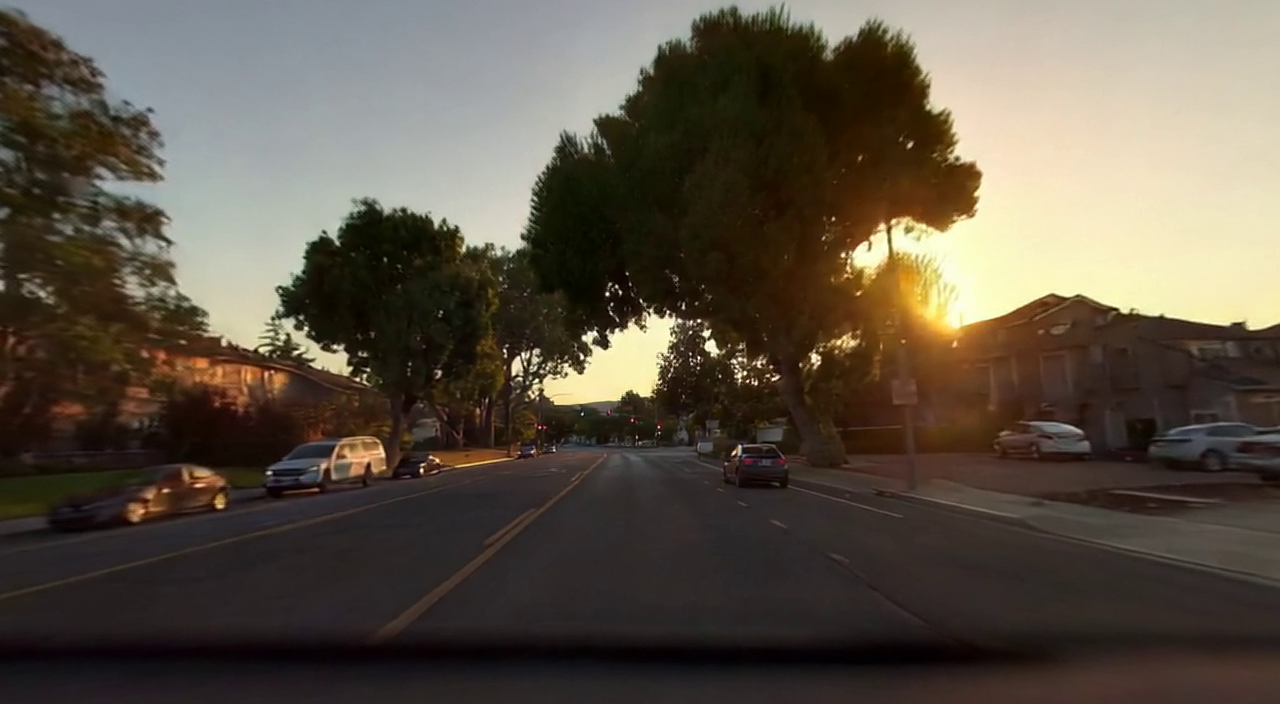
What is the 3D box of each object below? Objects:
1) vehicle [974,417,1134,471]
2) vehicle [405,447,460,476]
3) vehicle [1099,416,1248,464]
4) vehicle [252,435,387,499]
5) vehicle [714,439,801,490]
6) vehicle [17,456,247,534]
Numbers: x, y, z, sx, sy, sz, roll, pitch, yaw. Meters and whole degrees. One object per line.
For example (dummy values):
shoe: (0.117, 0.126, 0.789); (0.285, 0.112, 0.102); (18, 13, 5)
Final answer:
vehicle: (14.526, 3.304, 22.569); (2.129, 1.699, 4.906); (0, -9, -4)
vehicle: (-12.038, 6.360, 36.800); (1.911, 1.524, 4.256); (0, -9, -2)
vehicle: (19.503, 3.265, 23.288); (1.785, 1.569, 3.933); (0, -9, -6)
vehicle: (-11.783, 4.248, 23.775); (2.180, 1.953, 5.787); (-3, -8, -1)
vehicle: (3.787, 3.701, 21.156); (1.956, 1.492, 4.425); (0, -8, -1)
vehicle: (-11.537, 3.223, 14.819); (1.829, 1.441, 4.355); (0, -8, -1)
